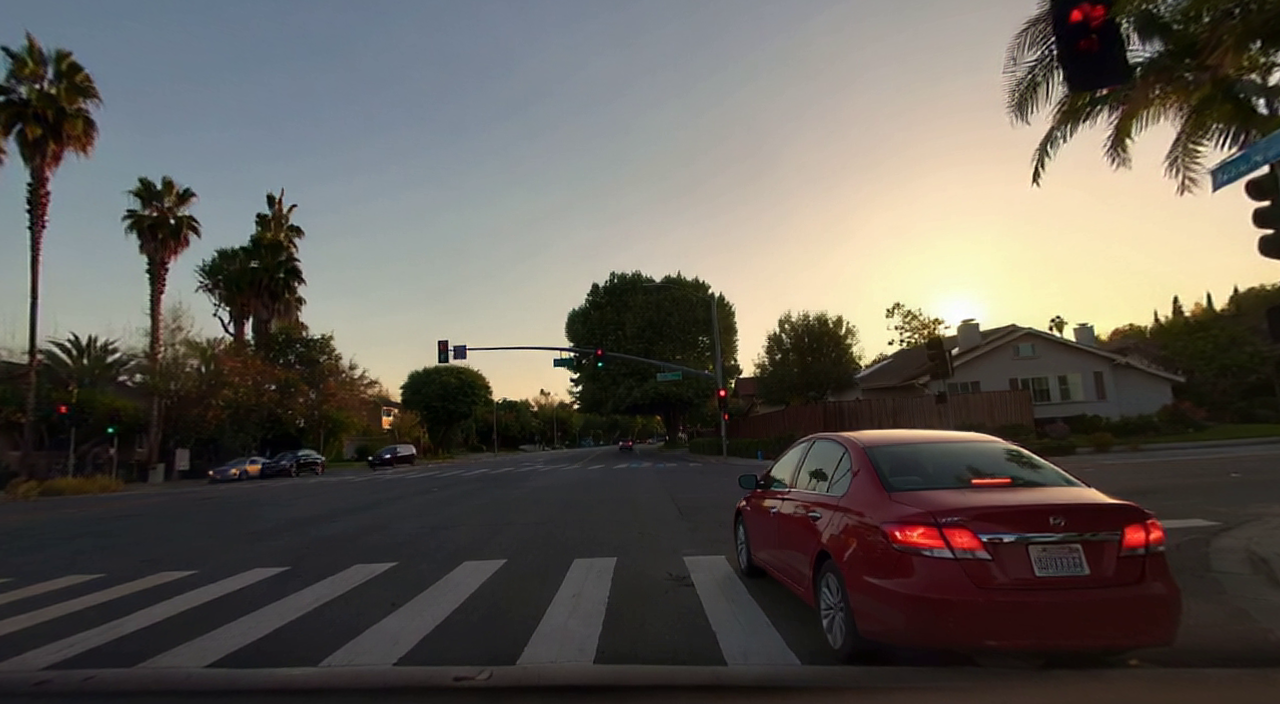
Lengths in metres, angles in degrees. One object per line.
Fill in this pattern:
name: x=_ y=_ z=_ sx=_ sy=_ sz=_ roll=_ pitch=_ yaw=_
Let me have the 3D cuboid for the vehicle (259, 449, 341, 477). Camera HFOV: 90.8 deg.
vehicle: x=-20.035 y=6.522 z=37.515 sx=2.084 sy=1.528 sz=4.778 roll=0 pitch=-9 yaw=1

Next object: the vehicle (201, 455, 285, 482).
vehicle: x=-24.114 y=7.065 z=38.600 sx=2.019 sy=1.427 sz=4.630 roll=-1 pitch=-9 yaw=2
